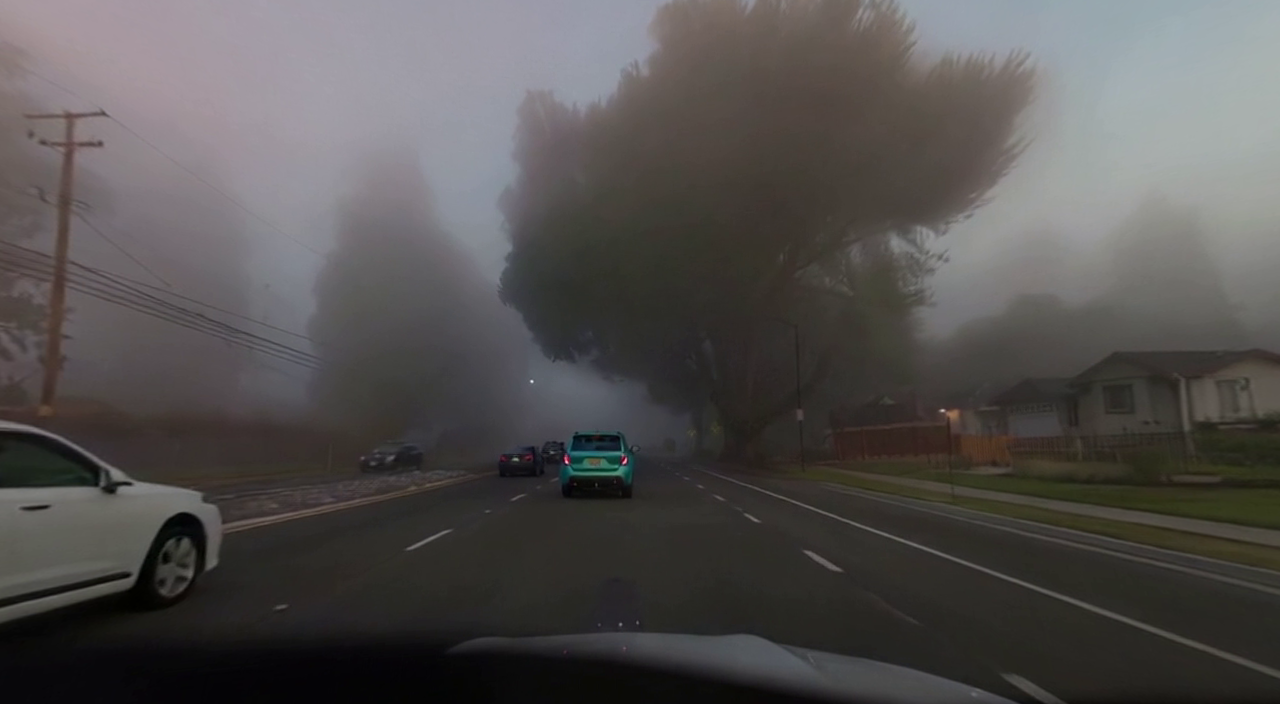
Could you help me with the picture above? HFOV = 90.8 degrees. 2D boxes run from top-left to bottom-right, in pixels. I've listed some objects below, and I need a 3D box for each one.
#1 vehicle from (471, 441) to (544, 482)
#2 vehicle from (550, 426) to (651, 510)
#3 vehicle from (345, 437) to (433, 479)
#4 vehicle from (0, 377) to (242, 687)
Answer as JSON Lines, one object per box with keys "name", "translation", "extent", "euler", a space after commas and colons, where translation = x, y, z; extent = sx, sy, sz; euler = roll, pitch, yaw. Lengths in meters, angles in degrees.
{"name": "vehicle", "translation": [-5.311, 4.446, 25.980], "extent": [2.014, 1.493, 4.658], "euler": [0, -8, 0]}
{"name": "vehicle", "translation": [-0.867, 2.776, 15.599], "extent": [2.131, 1.761, 4.242], "euler": [0, -8, -1]}
{"name": "vehicle", "translation": [-11.558, 4.906, 29.526], "extent": [2.131, 1.798, 4.902], "euler": [0, -8, 0]}
{"name": "vehicle", "translation": [-4.719, 0.977, 3.299], "extent": [2.243, 1.722, 4.621], "euler": [0, -8, 0]}
